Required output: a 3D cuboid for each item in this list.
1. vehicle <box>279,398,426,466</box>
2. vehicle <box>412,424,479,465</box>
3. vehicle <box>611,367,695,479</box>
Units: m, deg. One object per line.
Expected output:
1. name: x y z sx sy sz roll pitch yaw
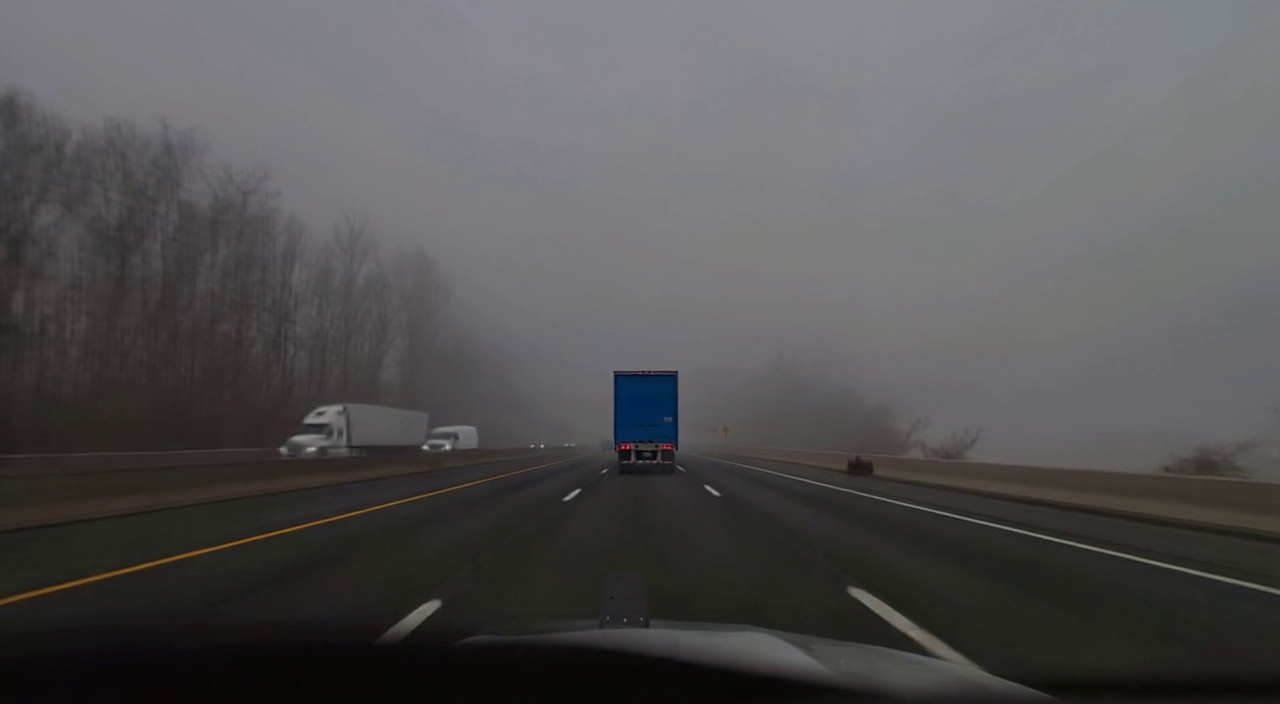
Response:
1. vehicle: -20.674 6.206 47.380 2.914 4.117 17.316 0 -8 0
2. vehicle: -13.099 6.305 42.808 2.293 2.516 6.817 0 -8 1
3. vehicle: 0.510 3.325 27.960 3.010 4.039 10.481 0 -8 0
